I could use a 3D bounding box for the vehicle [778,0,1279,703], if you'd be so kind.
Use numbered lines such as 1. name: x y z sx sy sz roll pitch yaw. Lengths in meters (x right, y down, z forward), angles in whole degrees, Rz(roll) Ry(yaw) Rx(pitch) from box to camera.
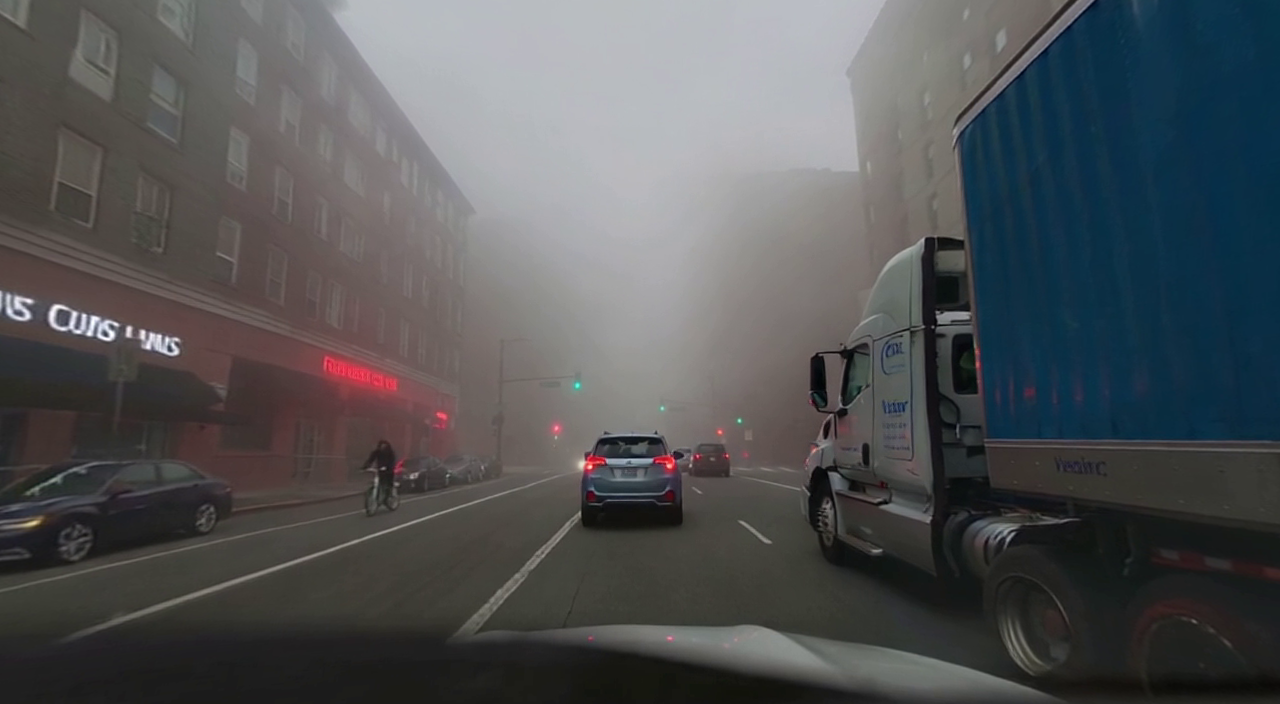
1. vehicle: 3.028 -0.013 2.406 2.913 3.771 9.716 0 -8 1

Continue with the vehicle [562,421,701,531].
1. vehicle: -0.148 2.375 12.708 2.283 1.783 4.548 0 -8 0

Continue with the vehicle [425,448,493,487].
1. vehicle: -8.711 5.554 30.785 2.084 1.686 4.422 0 -8 -1

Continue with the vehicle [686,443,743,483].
1. vehicle: 3.437 5.200 29.961 2.159 1.696 4.316 0 -8 0

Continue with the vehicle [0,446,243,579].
1. vehicle: -8.839 2.374 10.256 1.896 1.652 4.269 0 -8 1

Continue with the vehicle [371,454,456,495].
1. vehicle: -8.698 4.715 24.665 1.805 1.379 4.359 0 -8 -1
